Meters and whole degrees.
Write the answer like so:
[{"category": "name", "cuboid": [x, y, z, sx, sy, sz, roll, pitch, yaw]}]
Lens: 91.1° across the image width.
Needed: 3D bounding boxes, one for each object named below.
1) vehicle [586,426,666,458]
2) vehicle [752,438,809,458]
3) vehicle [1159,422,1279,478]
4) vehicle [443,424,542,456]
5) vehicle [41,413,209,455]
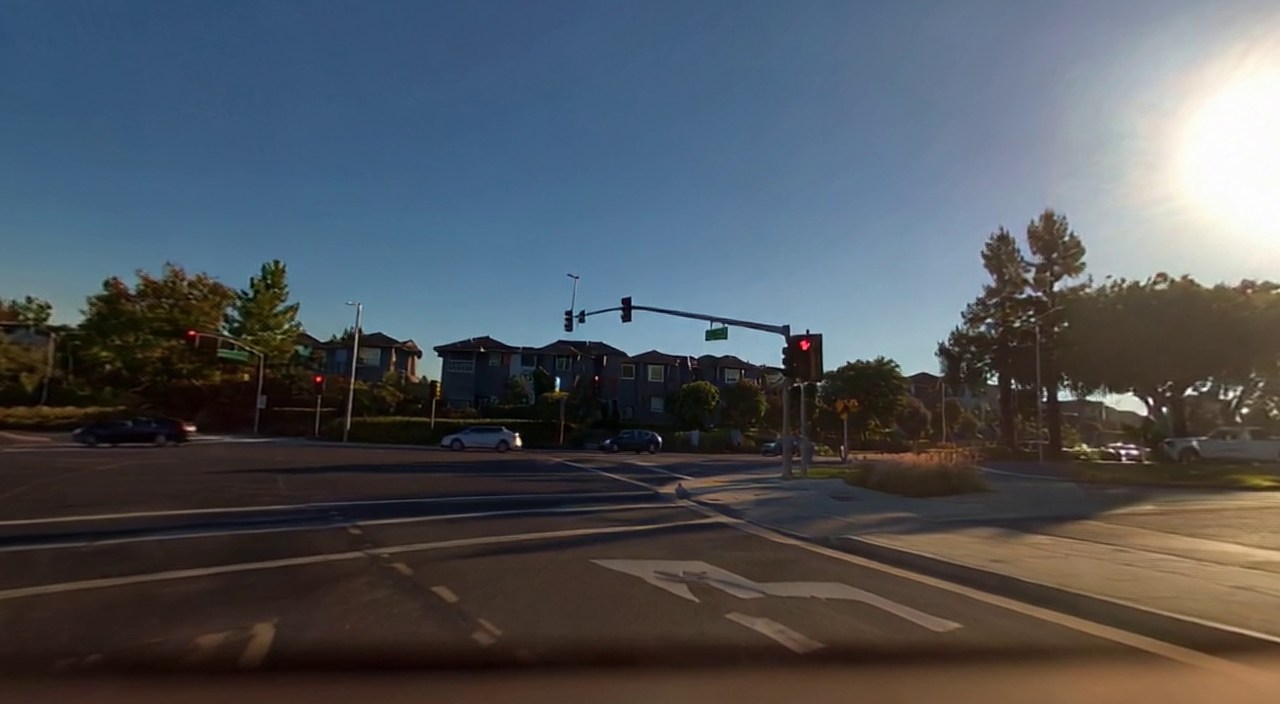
[{"category": "vehicle", "cuboid": [-0.708, 4.903, 34.244, 4.135, 1.633, 1.990, 8, -12, -44]}, {"category": "vehicle", "cuboid": [11.007, 7.502, 49.009, 4.481, 1.487, 1.847, 7, -11, -38]}, {"category": "vehicle", "cuboid": [26.227, 4.158, 26.698, 2.437, 2.249, 5.939, 8, -12, -44]}, {"category": "vehicle", "cuboid": [-7.776, 4.676, 33.295, 4.649, 1.585, 1.965, 7, -11, -38]}, {"category": "vehicle", "cuboid": [-19.576, 3.175, 24.119, 4.740, 1.462, 1.828, 7, -11, -39]}]
